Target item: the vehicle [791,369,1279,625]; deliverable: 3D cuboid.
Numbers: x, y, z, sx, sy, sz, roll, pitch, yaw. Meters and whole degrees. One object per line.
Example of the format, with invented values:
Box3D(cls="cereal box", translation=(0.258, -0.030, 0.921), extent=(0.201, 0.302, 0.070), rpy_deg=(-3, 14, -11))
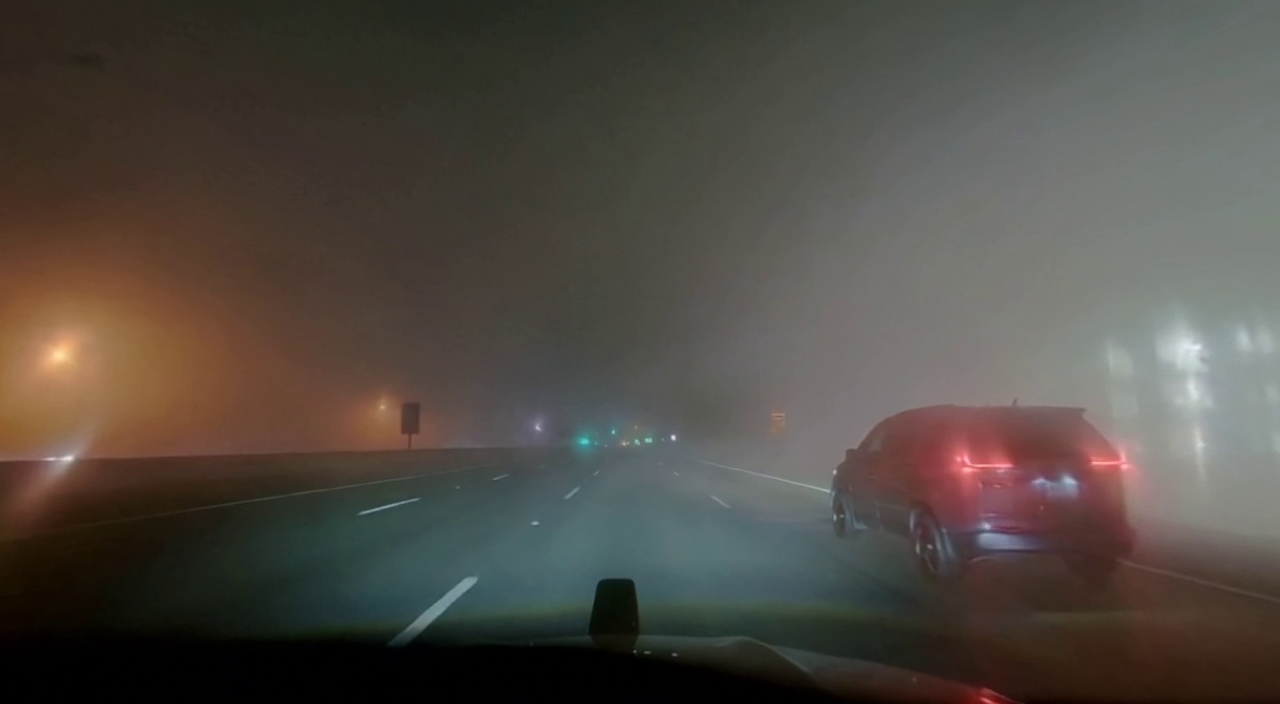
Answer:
Box3D(cls="vehicle", translation=(3.464, 1.372, 6.959), extent=(2.212, 1.753, 5.064), rpy_deg=(0, -8, -2))
